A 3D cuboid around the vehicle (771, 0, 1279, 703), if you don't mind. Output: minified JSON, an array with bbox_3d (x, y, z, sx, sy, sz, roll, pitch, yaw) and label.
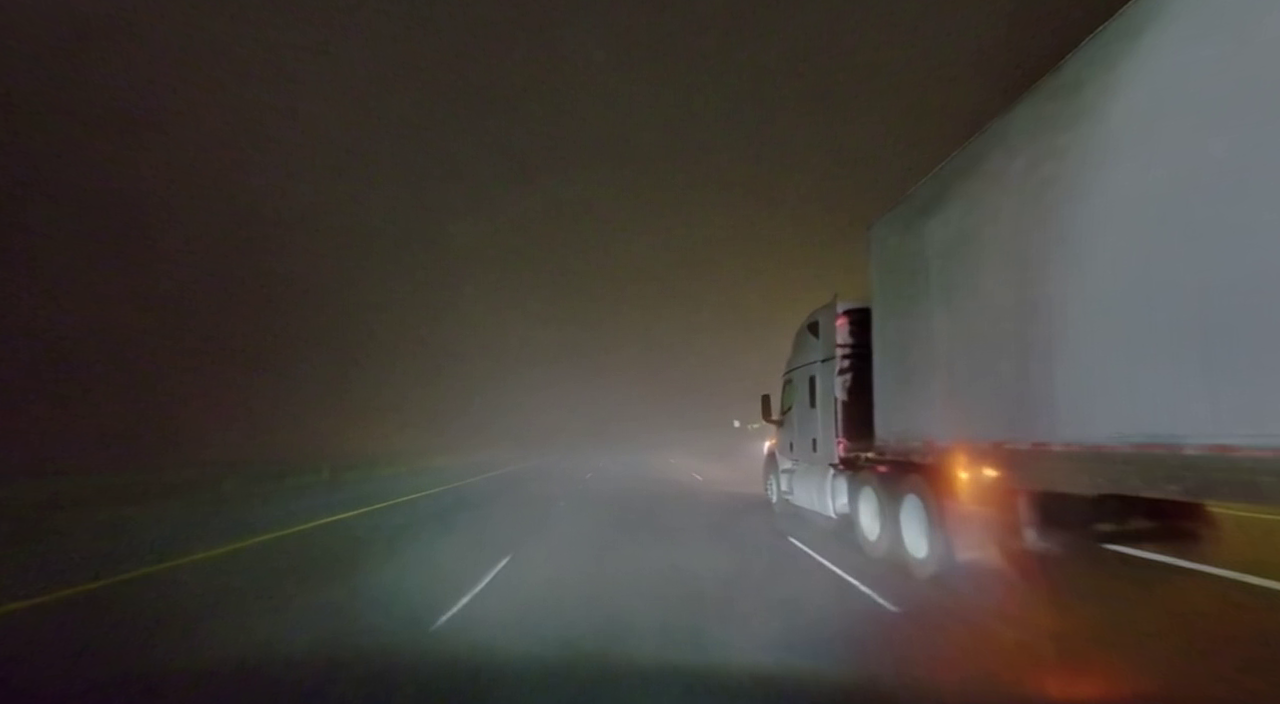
[{"bbox_3d":[4.397,0.318,7.769,3.162,3.950,10.161,0,-8,-1],"label":"vehicle"}]
